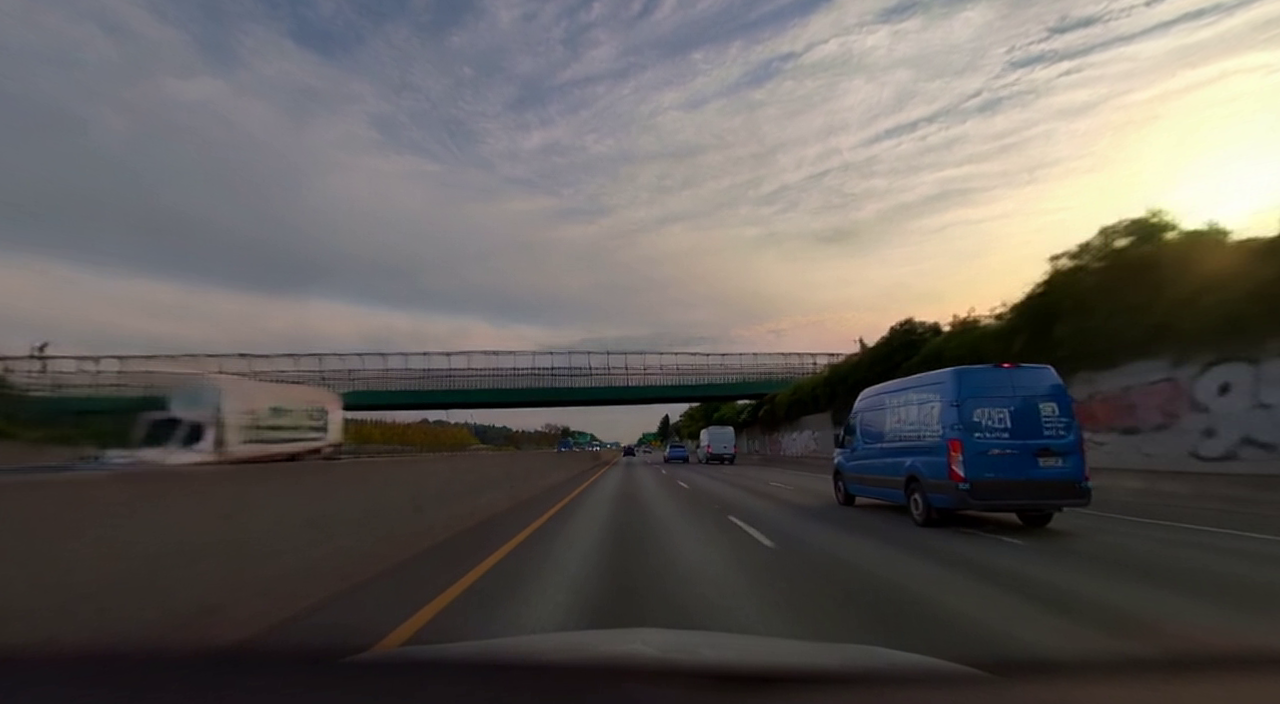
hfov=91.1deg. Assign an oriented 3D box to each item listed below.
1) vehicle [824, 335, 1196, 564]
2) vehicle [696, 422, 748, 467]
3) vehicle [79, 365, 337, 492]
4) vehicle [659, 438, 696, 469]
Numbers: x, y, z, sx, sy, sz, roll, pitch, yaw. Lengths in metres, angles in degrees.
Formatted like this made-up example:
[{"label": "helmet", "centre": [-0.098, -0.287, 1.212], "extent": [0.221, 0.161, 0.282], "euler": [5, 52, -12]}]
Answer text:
[{"label": "vehicle", "centre": [5.118, 1.531, 10.194], "extent": [2.283, 2.631, 5.719], "euler": [0, -9, -2]}, {"label": "vehicle", "centre": [6.356, 7.376, 49.958], "extent": [2.761, 3.225, 7.624], "euler": [0, -9, -2]}, {"label": "vehicle", "centre": [-16.377, 3.235, 25.493], "extent": [2.954, 4.027, 10.716], "euler": [0, -9, -1]}, {"label": "vehicle", "centre": [2.516, 6.941, 43.224], "extent": [2.007, 1.943, 5.010], "euler": [0, -9, -3]}]
